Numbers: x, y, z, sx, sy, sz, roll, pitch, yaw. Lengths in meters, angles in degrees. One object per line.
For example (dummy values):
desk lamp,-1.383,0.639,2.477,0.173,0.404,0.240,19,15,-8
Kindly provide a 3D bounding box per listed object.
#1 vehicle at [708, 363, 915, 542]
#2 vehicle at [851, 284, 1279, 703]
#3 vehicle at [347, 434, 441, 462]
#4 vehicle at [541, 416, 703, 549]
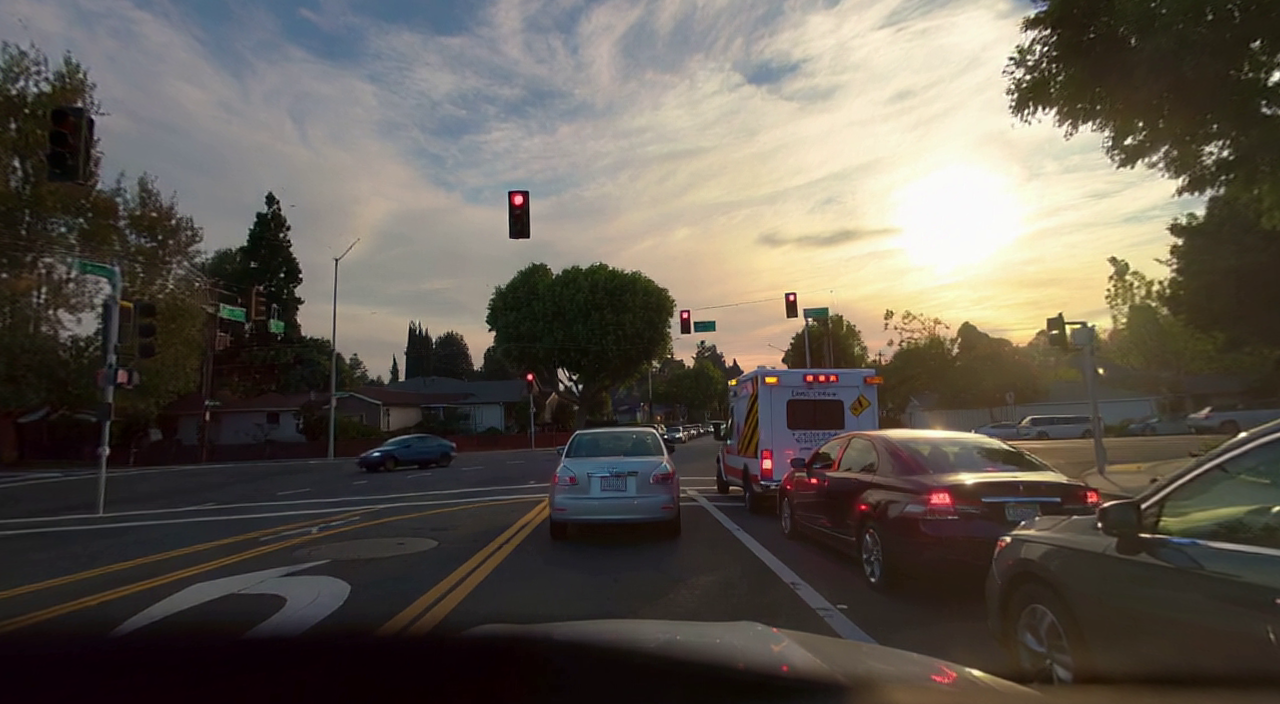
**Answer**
vehicle,2.876,1.898,12.370,2.406,2.687,5.521,0,-8,-1
vehicle,2.849,0.891,2.833,2.194,1.820,4.652,0,-8,0
vehicle,-13.920,5.443,35.968,4.531,1.492,1.951,8,-11,-43
vehicle,-0.274,1.977,10.195,2.114,1.707,3.725,0,-8,-1
